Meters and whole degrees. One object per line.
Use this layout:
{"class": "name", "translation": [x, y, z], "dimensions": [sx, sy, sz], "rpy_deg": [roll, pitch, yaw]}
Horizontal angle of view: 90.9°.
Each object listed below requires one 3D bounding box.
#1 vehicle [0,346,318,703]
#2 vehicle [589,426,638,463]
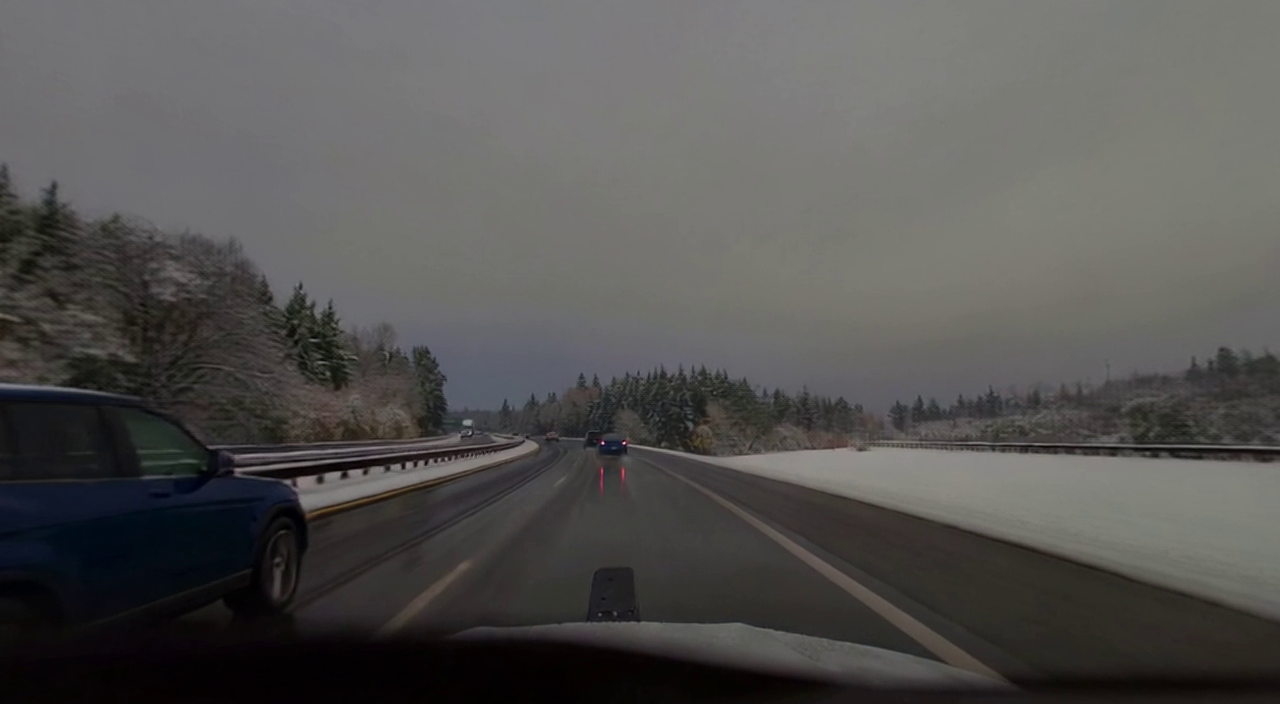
{"class": "vehicle", "translation": [-4.181, 0.993, 3.766], "dimensions": [2.053, 1.847, 4.760], "rpy_deg": [0, -8, -1]}
{"class": "vehicle", "translation": [-1.508, 4.979, 34.130], "dimensions": [2.452, 1.857, 4.022], "rpy_deg": [1, -8, -5]}
